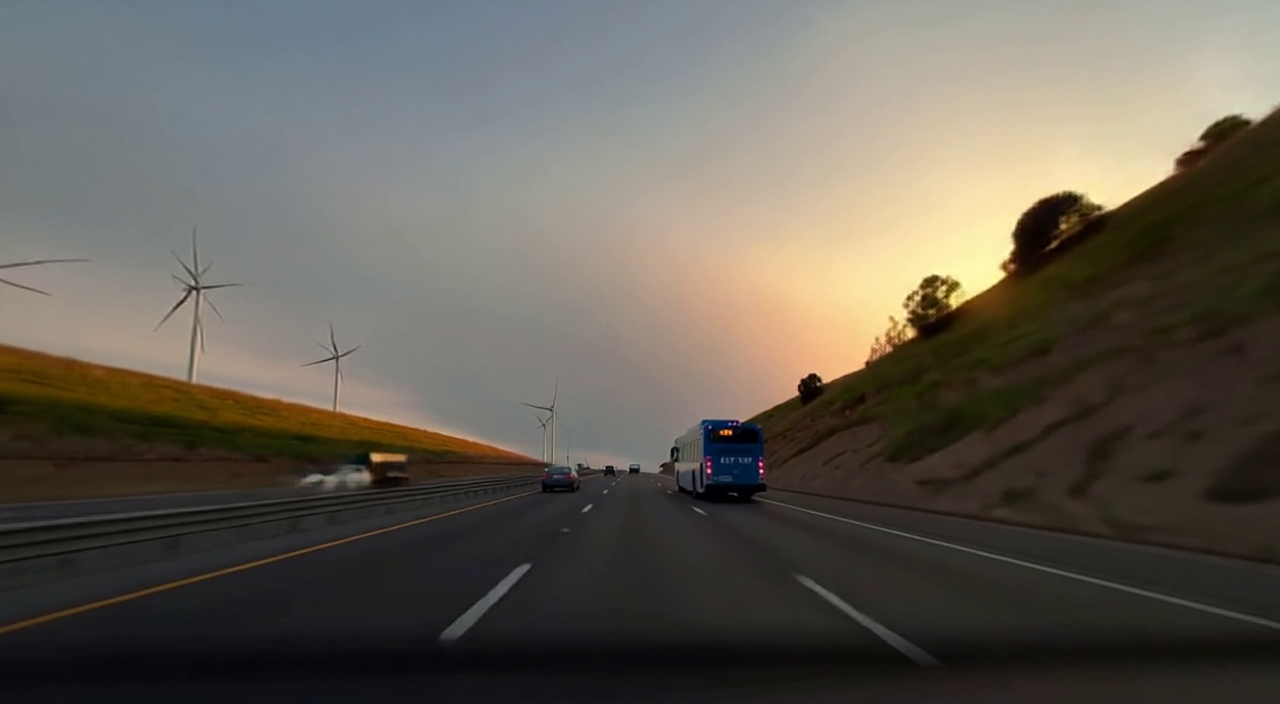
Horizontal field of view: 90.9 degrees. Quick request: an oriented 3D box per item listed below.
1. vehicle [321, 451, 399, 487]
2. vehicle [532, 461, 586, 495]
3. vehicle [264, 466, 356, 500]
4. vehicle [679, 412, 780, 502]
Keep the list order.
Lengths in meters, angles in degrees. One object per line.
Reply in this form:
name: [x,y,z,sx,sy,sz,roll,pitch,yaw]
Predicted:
vehicle: [-19.048,8.042,43.326,2.269,2.261,6.618,1,-10,0]
vehicle: [-4.007,6.334,31.896,2.213,1.568,4.274,1,-10,-1]
vehicle: [-14.953,5.959,28.836,1.751,1.396,4.350,0,-10,1]
vehicle: [4.061,5.541,32.712,2.941,3.574,14.463,1,-10,-1]
